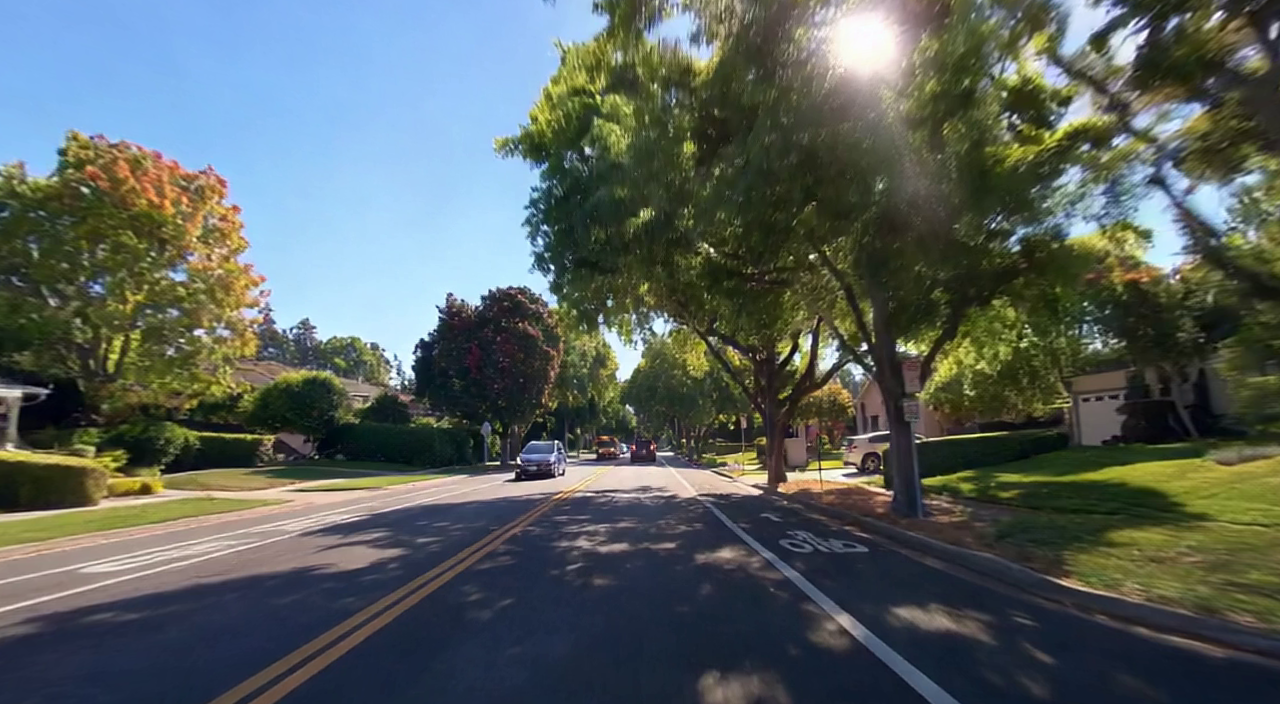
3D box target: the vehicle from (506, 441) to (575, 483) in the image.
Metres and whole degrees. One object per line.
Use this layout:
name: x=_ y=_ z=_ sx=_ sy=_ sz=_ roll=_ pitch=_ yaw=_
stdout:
vehicle: x=-4.152 y=4.637 z=26.988 sx=2.102 sy=1.620 sz=4.575 roll=0 pitch=-8 yaw=1
